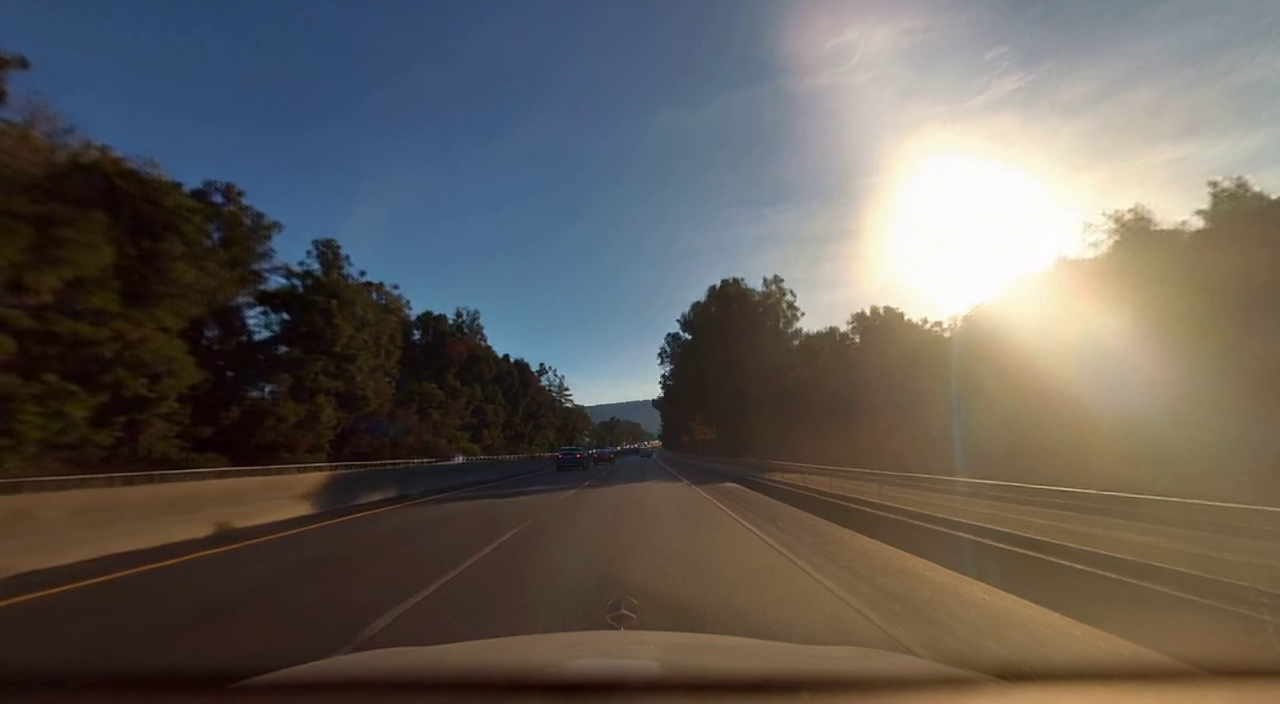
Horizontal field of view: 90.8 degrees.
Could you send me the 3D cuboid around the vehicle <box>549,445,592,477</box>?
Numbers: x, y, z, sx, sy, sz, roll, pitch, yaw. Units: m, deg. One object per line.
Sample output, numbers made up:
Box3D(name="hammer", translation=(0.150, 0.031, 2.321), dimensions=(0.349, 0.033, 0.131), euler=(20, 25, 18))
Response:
Box3D(name="vehicle", translation=(-3.744, 5.946, 34.676), dimensions=(1.846, 1.600, 4.108), euler=(0, -9, 0))
